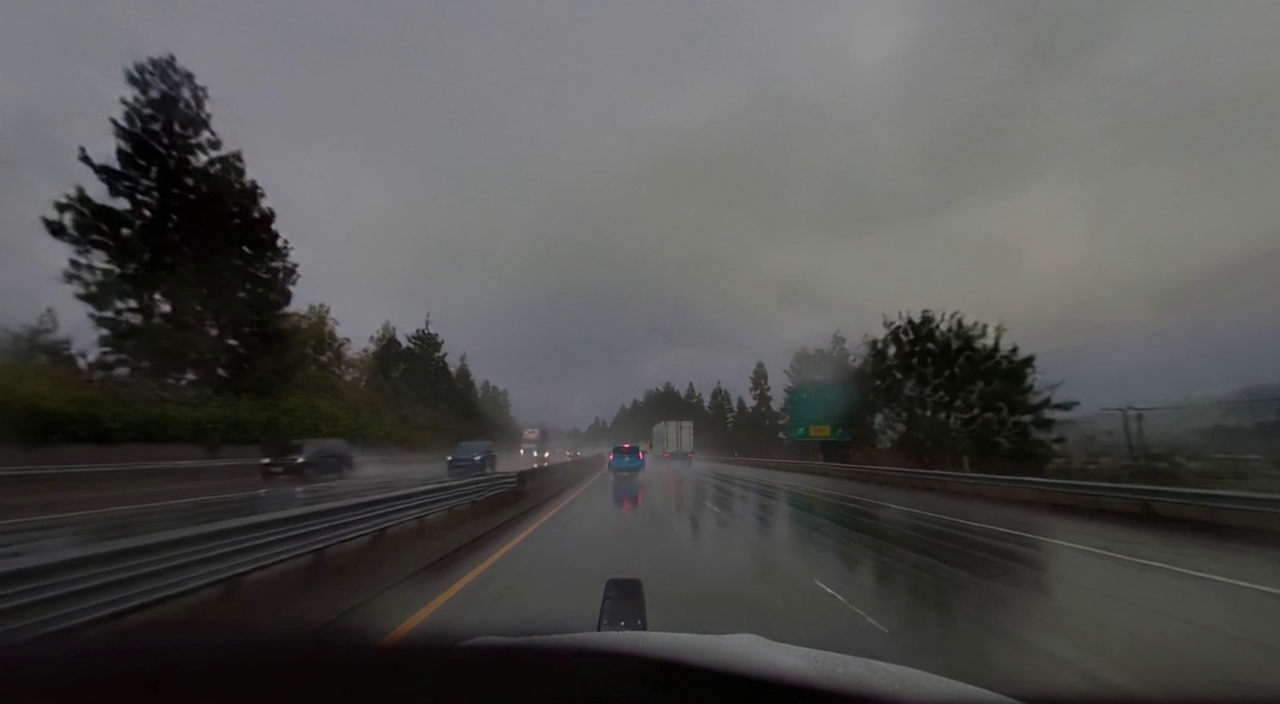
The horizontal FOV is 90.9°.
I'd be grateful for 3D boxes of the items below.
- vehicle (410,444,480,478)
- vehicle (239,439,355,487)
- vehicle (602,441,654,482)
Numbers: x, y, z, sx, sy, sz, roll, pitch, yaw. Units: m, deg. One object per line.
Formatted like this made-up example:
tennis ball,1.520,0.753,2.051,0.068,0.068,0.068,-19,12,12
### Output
vehicle,-9.209,5.182,30.220,1.985,1.493,4.492,0,-9,-1
vehicle,-12.456,4.041,23.260,1.893,1.583,4.236,0,-9,0
vehicle,-0.545,5.008,29.050,2.190,1.706,4.062,0,-9,-1
